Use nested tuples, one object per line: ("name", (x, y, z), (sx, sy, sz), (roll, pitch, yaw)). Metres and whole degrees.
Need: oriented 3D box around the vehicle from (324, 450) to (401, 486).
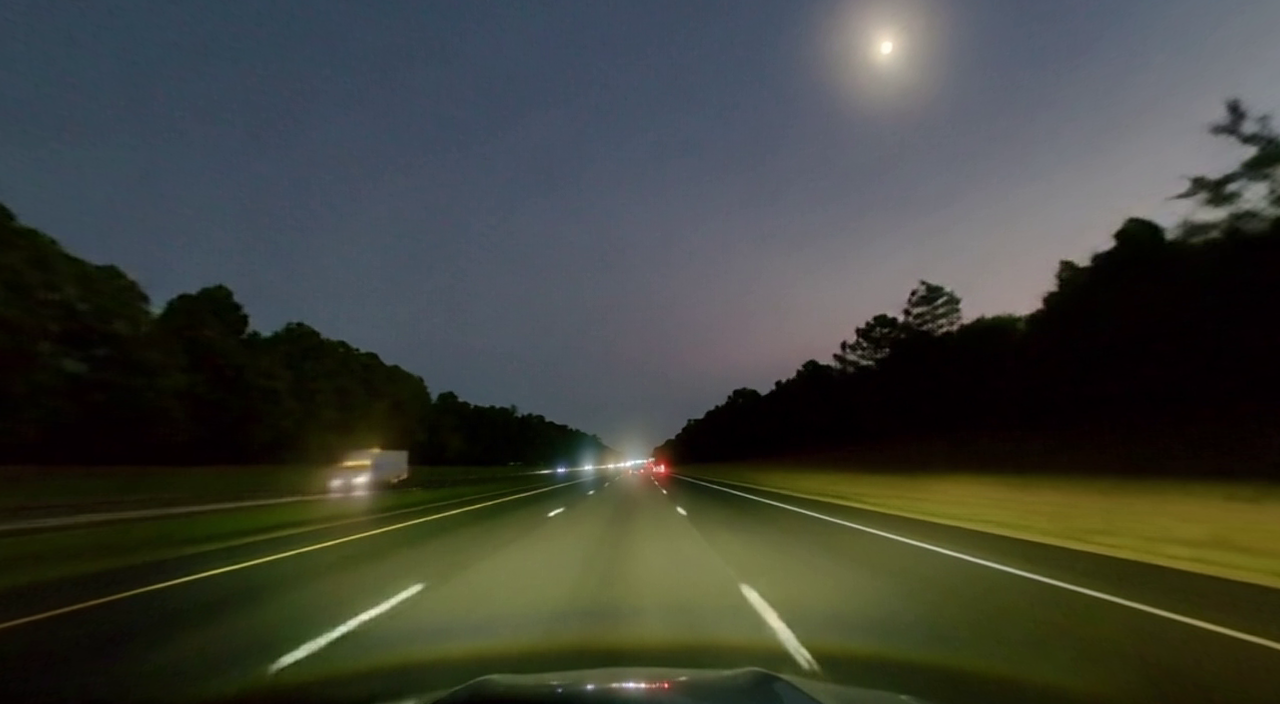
("vehicle", (-15.997, 6.771, 36.670), (2.136, 1.895, 5.181), (1, -11, 0))
